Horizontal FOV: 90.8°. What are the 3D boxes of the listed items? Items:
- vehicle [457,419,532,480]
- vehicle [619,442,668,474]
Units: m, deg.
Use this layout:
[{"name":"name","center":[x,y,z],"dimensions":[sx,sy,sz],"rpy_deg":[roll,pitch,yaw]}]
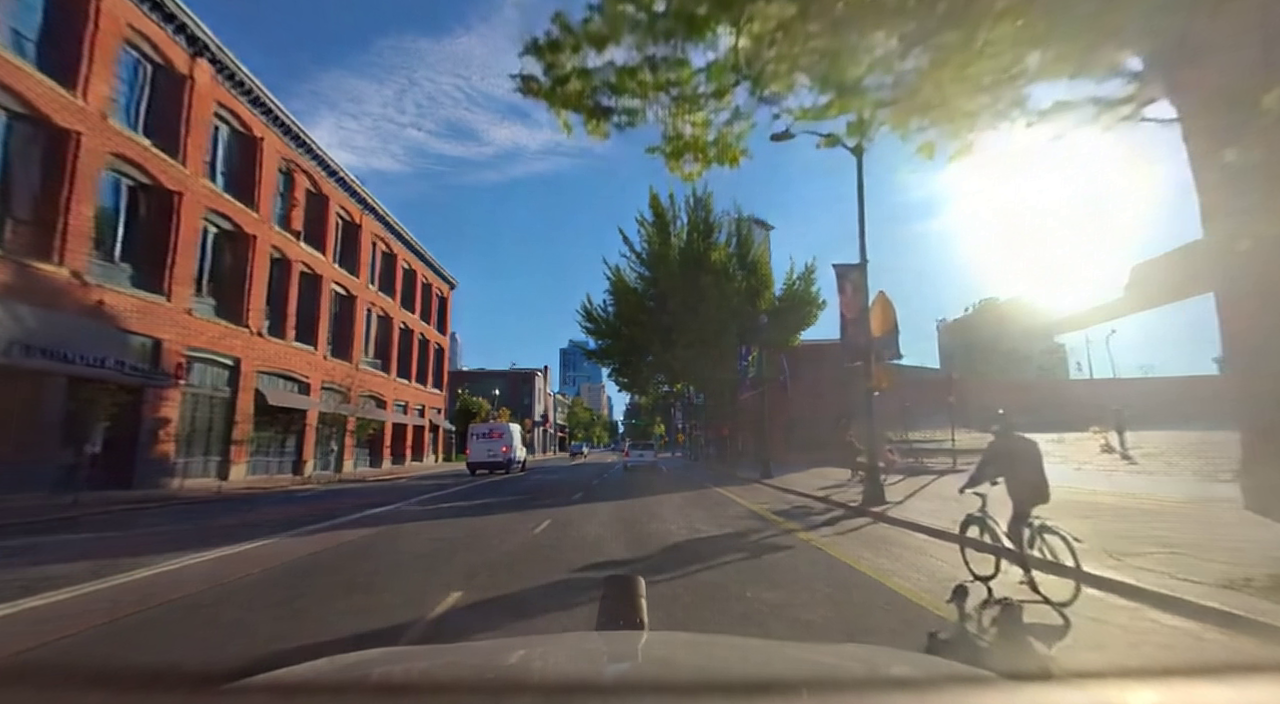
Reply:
[{"name":"vehicle","center":[-6.833,4.644,30.456],"dimensions":[2.418,2.620,5.522],"rpy_deg":[-1,-8,-1]},{"name":"vehicle","center":[0.192,5.563,33.365],"dimensions":[2.356,1.572,4.810],"rpy_deg":[0,-8,1]}]
